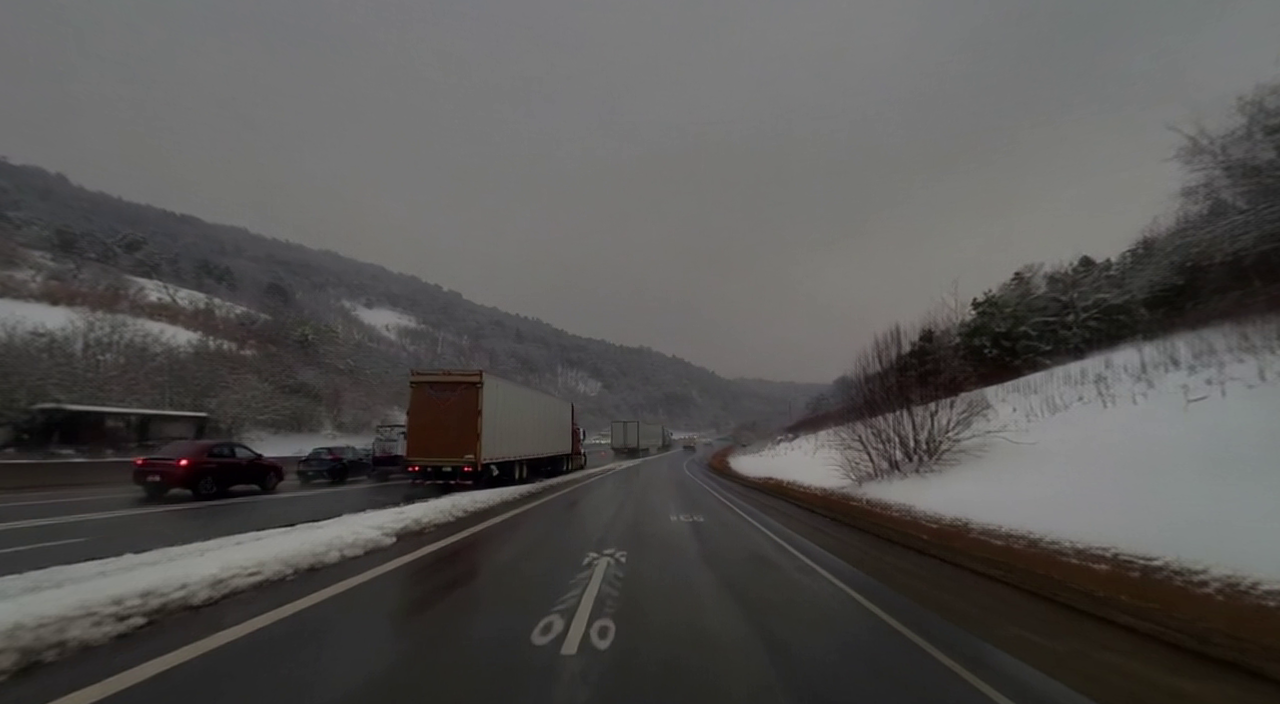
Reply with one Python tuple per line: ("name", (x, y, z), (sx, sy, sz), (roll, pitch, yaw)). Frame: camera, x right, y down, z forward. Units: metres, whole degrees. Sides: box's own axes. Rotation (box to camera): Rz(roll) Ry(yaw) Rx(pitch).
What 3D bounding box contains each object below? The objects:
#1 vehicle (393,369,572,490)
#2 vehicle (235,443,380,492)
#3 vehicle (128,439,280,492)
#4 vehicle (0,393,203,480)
("vehicle", (-6.138, 3.734, 28.608), (2.848, 4.067, 14.314), (-1, -9, 7))
("vehicle", (-11.370, 3.986, 22.034), (1.925, 1.493, 4.864), (-1, -9, 8))
("vehicle", (-15.271, 3.995, 22.422), (1.943, 1.662, 4.283), (-1, -9, 8))
("vehicle", (-29.182, 4.634, 33.905), (2.934, 3.945, 10.035), (-2, -9, 9))
